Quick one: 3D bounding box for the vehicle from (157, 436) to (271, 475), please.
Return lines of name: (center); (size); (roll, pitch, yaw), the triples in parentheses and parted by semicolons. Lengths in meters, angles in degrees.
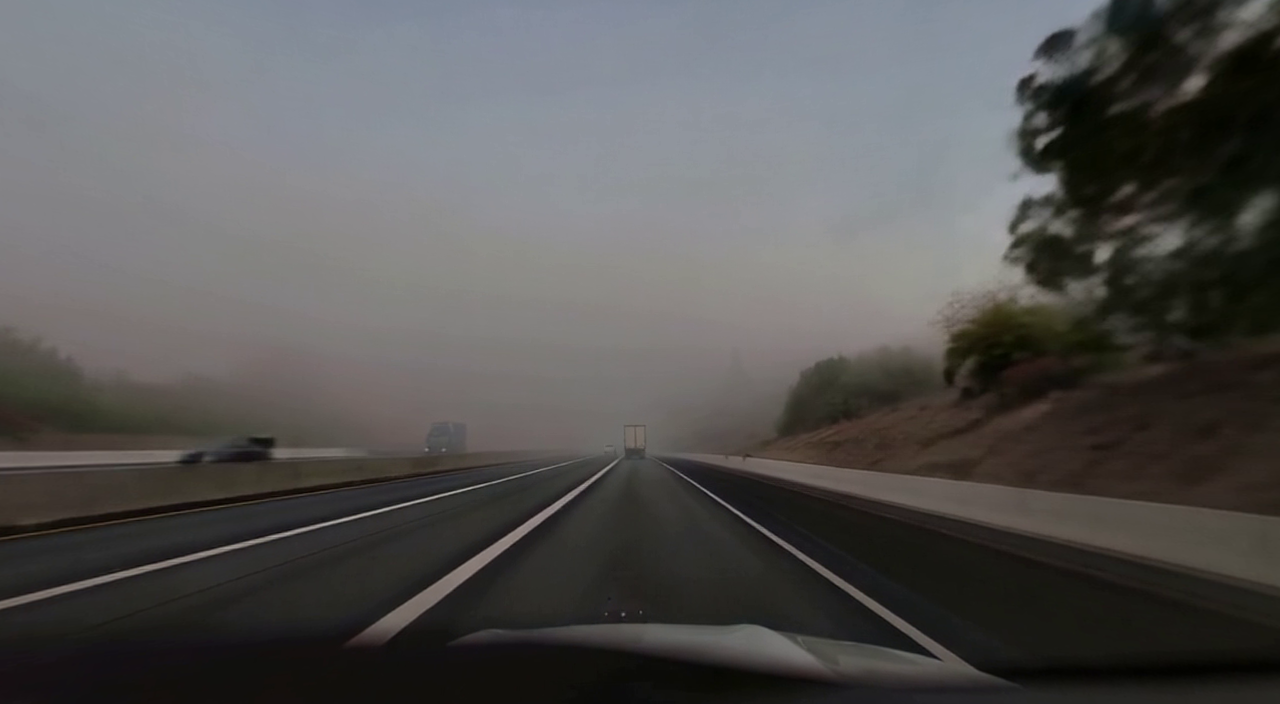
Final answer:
vehicle: (-19.299, 4.706, 28.845); (1.957, 1.627, 4.639); (0, -9, 0)
